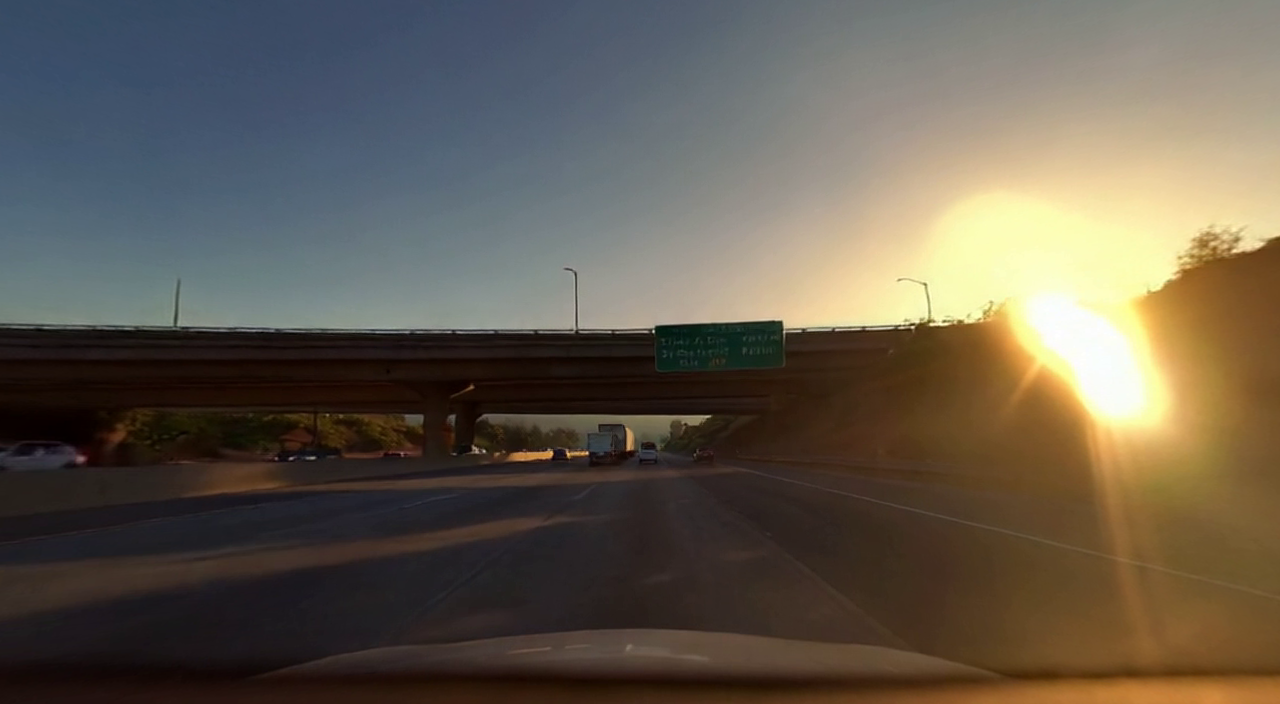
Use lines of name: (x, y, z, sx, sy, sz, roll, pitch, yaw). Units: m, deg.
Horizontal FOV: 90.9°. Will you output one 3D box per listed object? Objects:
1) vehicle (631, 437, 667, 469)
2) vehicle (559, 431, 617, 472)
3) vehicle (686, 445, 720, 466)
vehicle: (0.606, 6.932, 43.302, 2.309, 2.023, 5.130, 0, -8, 0)
vehicle: (-3.383, 7.062, 45.545, 2.854, 2.379, 16.653, -1, -8, 0)
vehicle: (4.616, 7.695, 47.008, 1.993, 1.474, 4.230, 0, -8, -1)
